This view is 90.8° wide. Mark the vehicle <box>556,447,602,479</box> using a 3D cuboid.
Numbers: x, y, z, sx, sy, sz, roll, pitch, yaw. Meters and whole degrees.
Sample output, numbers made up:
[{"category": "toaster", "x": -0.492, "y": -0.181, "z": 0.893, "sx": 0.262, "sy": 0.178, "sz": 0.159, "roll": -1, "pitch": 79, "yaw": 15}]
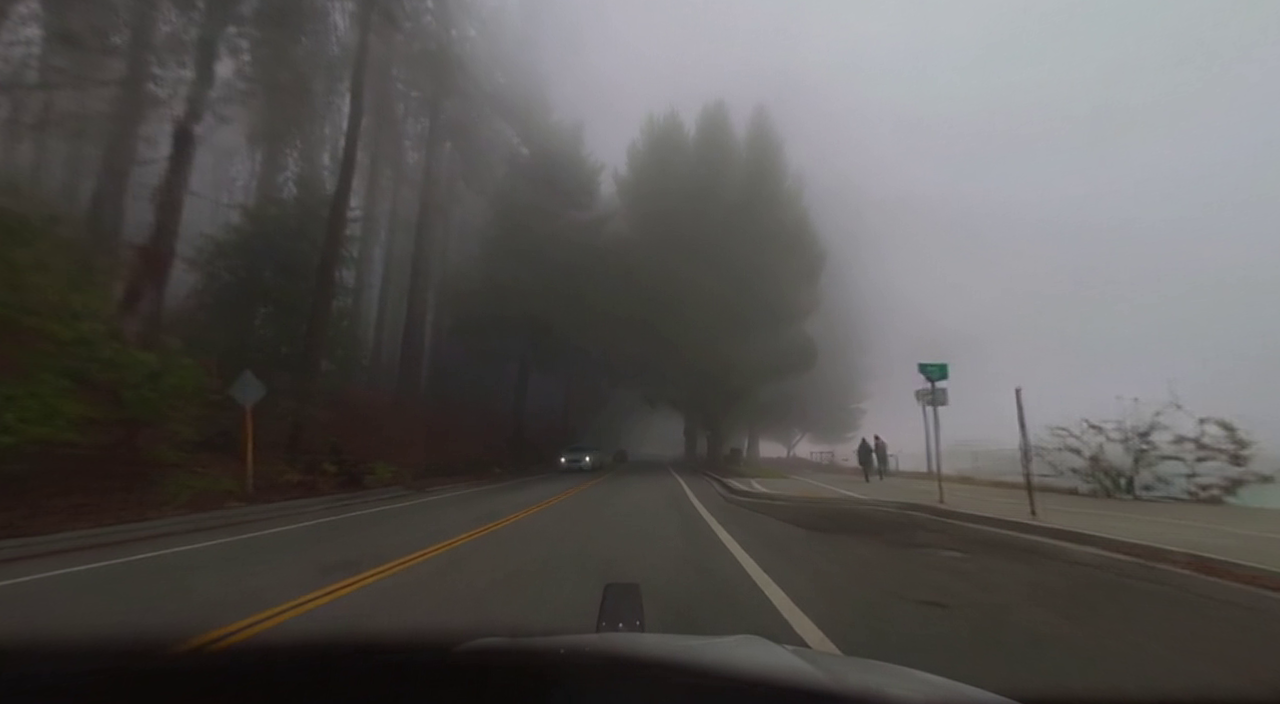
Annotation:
[{"category": "vehicle", "x": -3.265, "y": 6.024, "z": 34.466, "sx": 1.898, "sy": 1.606, "sz": 3.927, "roll": -1, "pitch": -8, "yaw": 3}]
